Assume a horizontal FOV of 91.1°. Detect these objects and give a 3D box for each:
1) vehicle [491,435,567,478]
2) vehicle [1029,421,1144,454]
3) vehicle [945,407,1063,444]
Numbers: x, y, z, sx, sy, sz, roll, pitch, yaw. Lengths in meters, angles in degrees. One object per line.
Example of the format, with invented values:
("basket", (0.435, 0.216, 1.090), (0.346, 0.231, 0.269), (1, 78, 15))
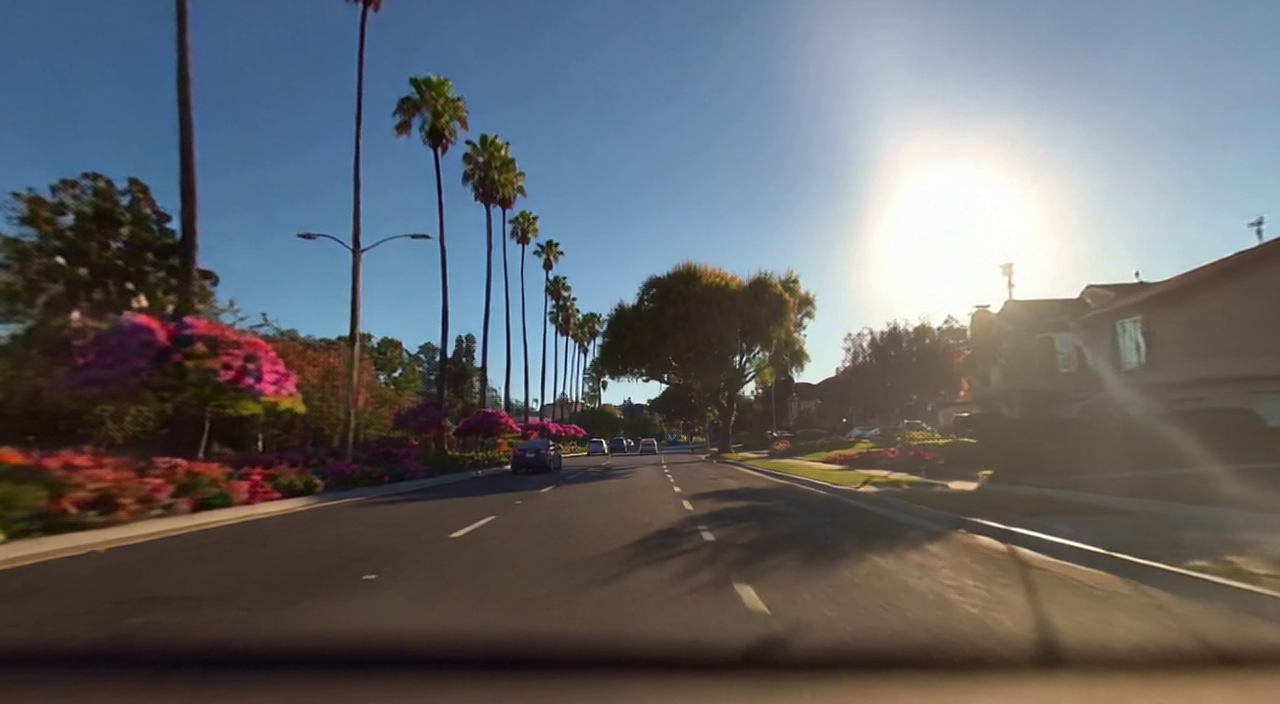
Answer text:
("vehicle", (-4.136, 3.966, 24.184), (2.036, 1.478, 4.508), (0, -8, 1))
("vehicle", (21.562, 4.124, 30.459), (4.168, 1.489, 1.768), (0, -6, 2))
("vehicle", (21.211, 4.339, 36.749), (5.458, 2.044, 2.299), (0, -8, -2))
